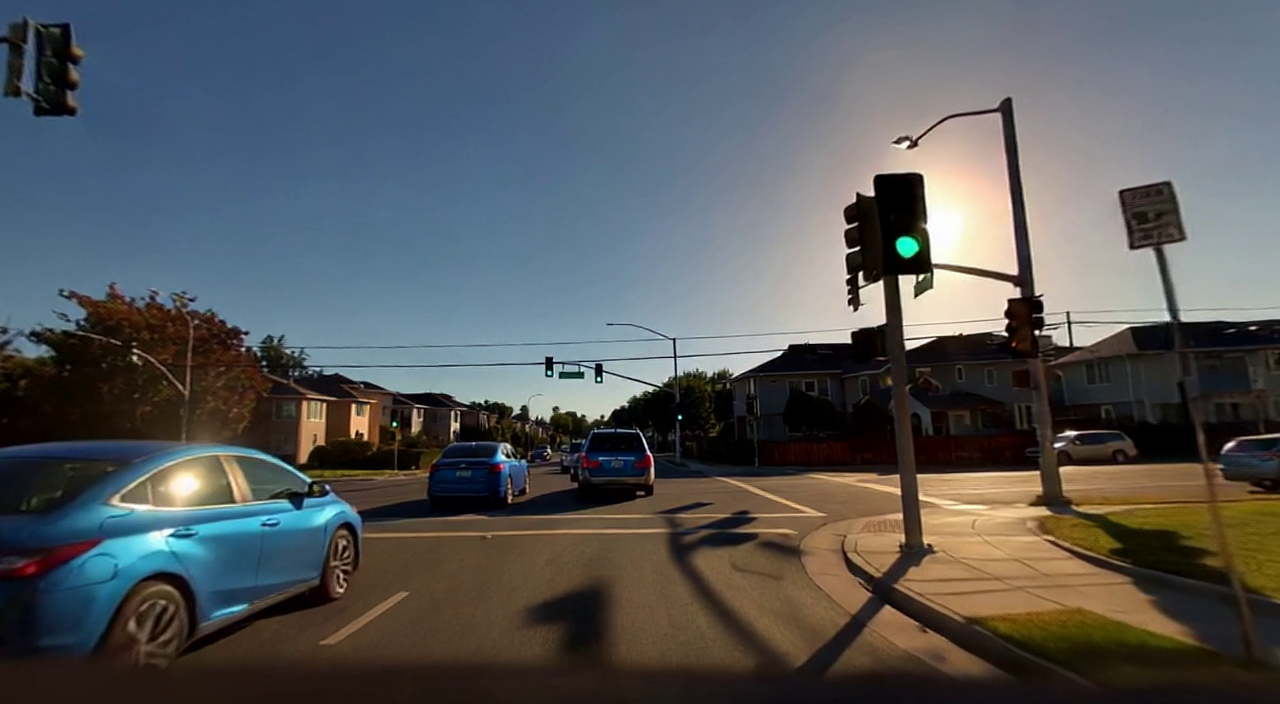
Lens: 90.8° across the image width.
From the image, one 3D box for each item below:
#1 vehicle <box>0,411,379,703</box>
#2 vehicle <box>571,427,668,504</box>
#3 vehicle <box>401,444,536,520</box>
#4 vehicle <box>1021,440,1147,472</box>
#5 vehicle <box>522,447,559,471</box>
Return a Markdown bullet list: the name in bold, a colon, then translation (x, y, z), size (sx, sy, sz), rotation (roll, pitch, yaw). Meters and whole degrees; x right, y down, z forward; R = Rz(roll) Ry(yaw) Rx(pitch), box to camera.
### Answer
- **vehicle**: translation (-3.484, 1.152, 3.581), size (1.977, 1.488, 4.741), rotation (0, -8, 0)
- **vehicle**: translation (-0.548, 3.156, 17.994), size (2.396, 1.881, 4.606), rotation (0, -8, -1)
- **vehicle**: translation (-3.696, 2.860, 14.517), size (1.934, 1.459, 4.368), rotation (0, -8, -1)
- **vehicle**: translation (20.699, 4.878, 29.648), size (4.353, 1.431, 1.876), rotation (-2, -9, 13)
- **vehicle**: translation (-7.470, 8.054, 47.796), size (2.069, 1.651, 4.431), rotation (0, -8, 0)
